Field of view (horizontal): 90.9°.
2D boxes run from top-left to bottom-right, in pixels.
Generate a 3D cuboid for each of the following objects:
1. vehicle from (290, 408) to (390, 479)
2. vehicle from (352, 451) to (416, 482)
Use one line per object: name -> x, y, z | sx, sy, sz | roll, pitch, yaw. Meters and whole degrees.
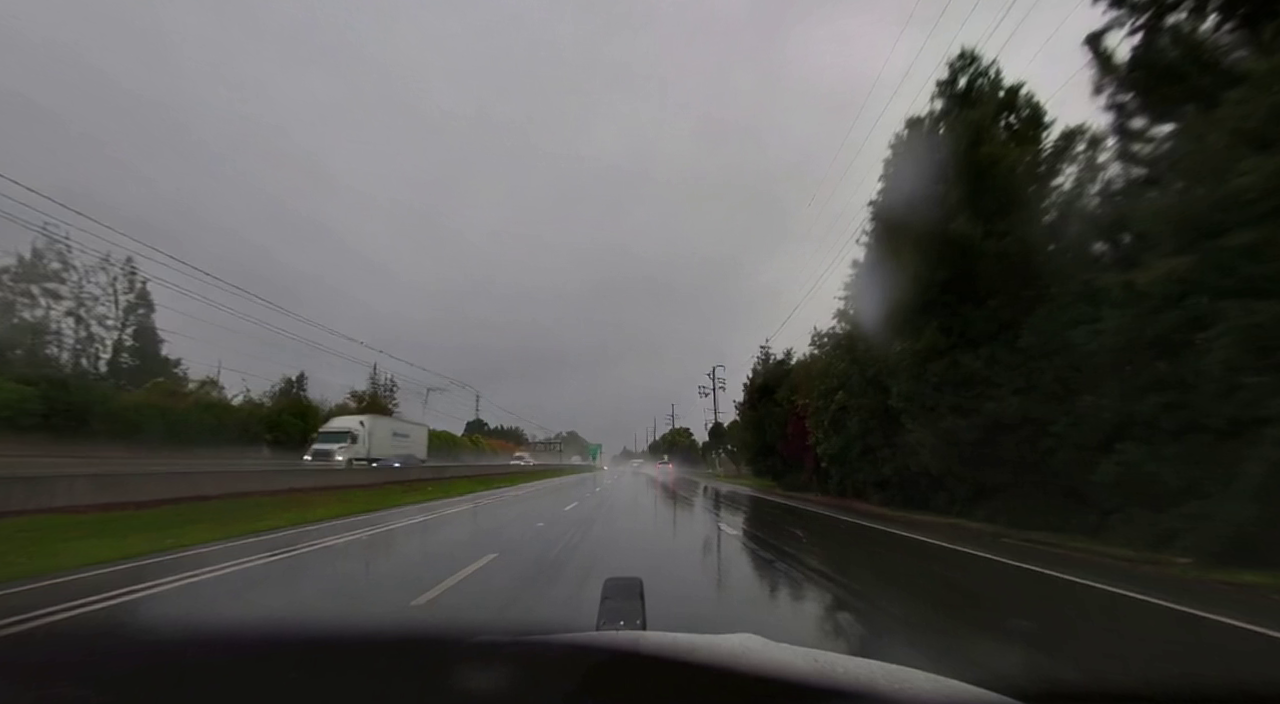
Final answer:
vehicle -> -17.939, 5.649, 38.209 | 2.967, 3.923, 5.931 | 1, -10, -1
vehicle -> -12.995, 5.876, 32.221 | 1.691, 1.457, 3.627 | 1, -10, 1
